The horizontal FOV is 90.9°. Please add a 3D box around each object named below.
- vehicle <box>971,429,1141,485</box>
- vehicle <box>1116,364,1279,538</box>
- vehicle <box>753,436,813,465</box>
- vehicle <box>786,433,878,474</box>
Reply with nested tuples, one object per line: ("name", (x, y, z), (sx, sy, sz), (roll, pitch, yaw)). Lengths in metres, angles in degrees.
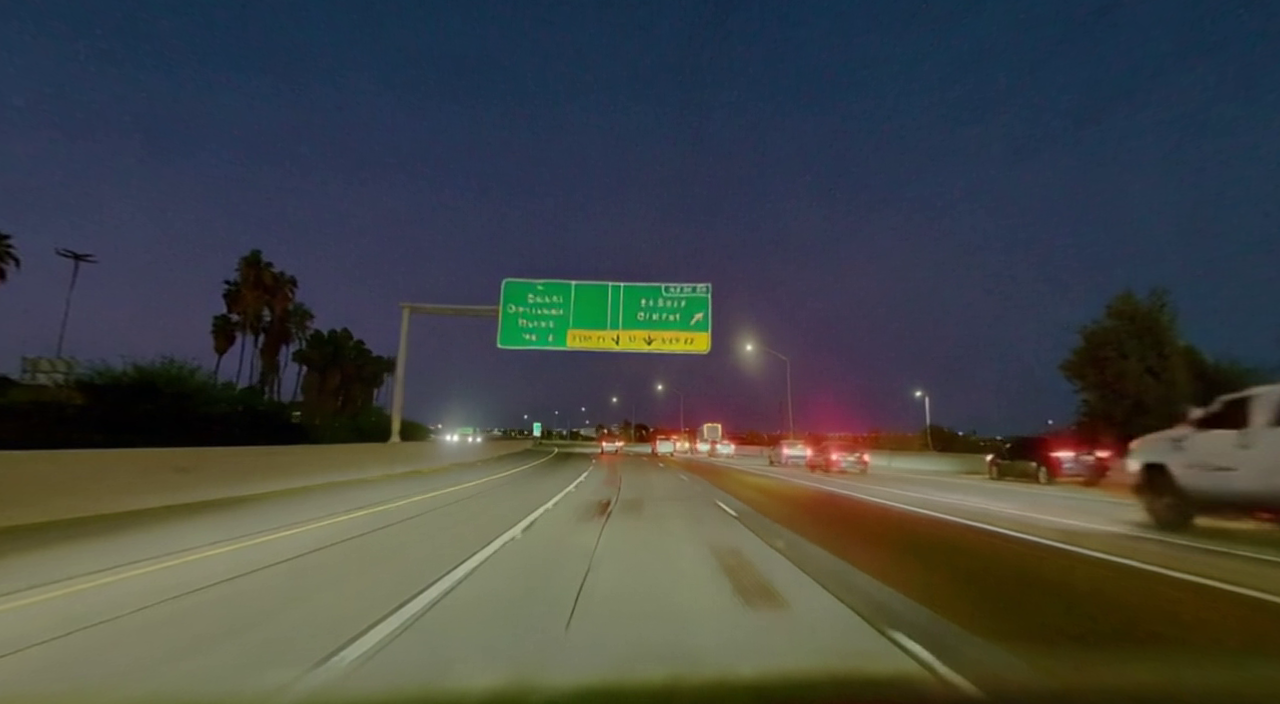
("vehicle", (12.410, 3.158, 19.295), (1.846, 1.480, 4.752), (0, -8, -2))
("vehicle", (8.645, 0.989, 6.317), (2.622, 1.977, 6.537), (-1, -8, 0))
("vehicle", (7.638, 5.305, 34.146), (1.947, 1.452, 4.696), (0, -8, -3))
("vehicle", (7.649, 4.102, 25.642), (2.110, 1.481, 4.511), (0, -8, -3))
